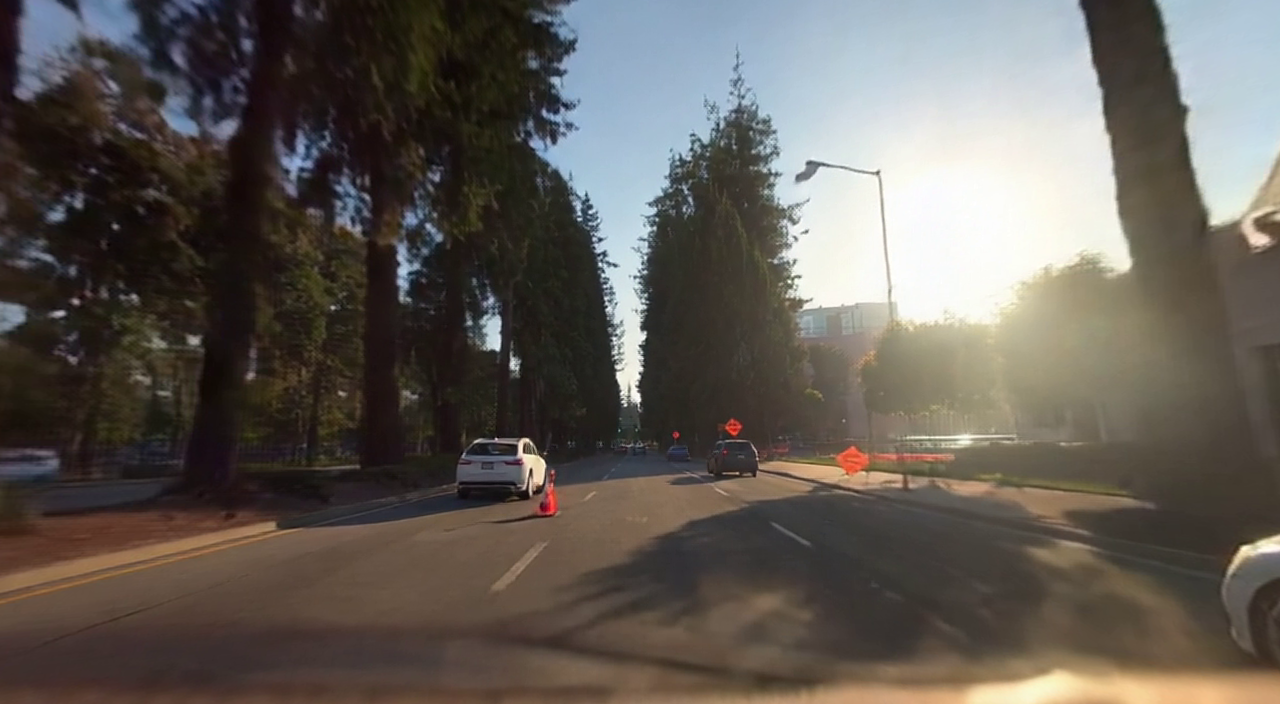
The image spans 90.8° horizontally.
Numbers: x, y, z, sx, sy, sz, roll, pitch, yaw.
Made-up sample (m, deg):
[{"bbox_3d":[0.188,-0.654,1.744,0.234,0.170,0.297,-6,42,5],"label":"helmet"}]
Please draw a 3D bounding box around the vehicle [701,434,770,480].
[{"bbox_3d":[4.074,4.567,27.717,2.159,1.793,4.735,0,-9,-1],"label":"vehicle"}]

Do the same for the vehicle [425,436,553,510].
[{"bbox_3d":[-3.332,2.759,14.883,2.020,1.474,4.098,0,-9,0],"label":"vehicle"}]

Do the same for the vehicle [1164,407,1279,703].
[{"bbox_3d":[4.015,0.823,1.770,1.827,1.491,3.743,0,-9,0],"label":"vehicle"}]
